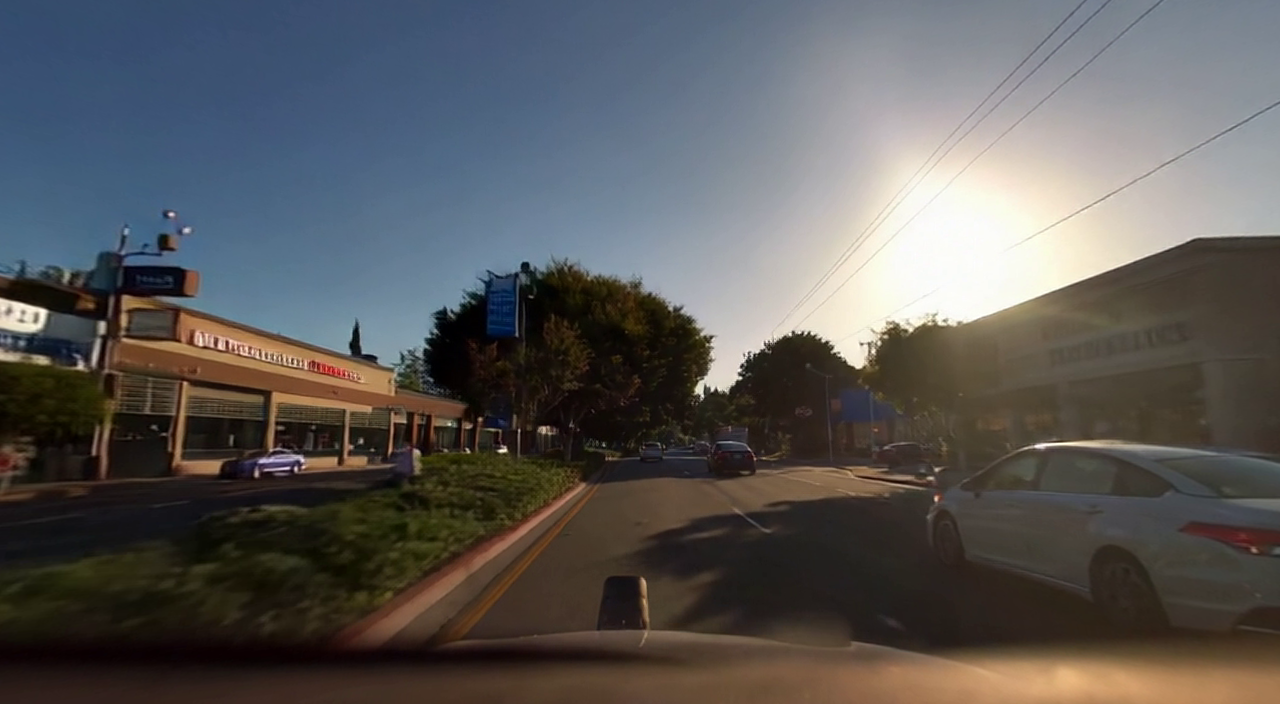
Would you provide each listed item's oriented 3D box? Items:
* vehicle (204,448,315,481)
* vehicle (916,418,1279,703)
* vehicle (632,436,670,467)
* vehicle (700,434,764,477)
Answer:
[{"bbox_3d":[-18.828,5.569,31.437,2.280,1.489,5.106,0,-8,1],"label":"vehicle"},{"bbox_3d":[3.981,1.290,4.603,1.908,1.463,4.506,0,-8,1],"label":"vehicle"},{"bbox_3d":[0.601,5.788,36.555,2.098,1.682,3.778,0,-8,0],"label":"vehicle"},{"bbox_3d":[3.930,4.489,27.502,2.115,1.692,4.189,0,-8,-1],"label":"vehicle"}]
